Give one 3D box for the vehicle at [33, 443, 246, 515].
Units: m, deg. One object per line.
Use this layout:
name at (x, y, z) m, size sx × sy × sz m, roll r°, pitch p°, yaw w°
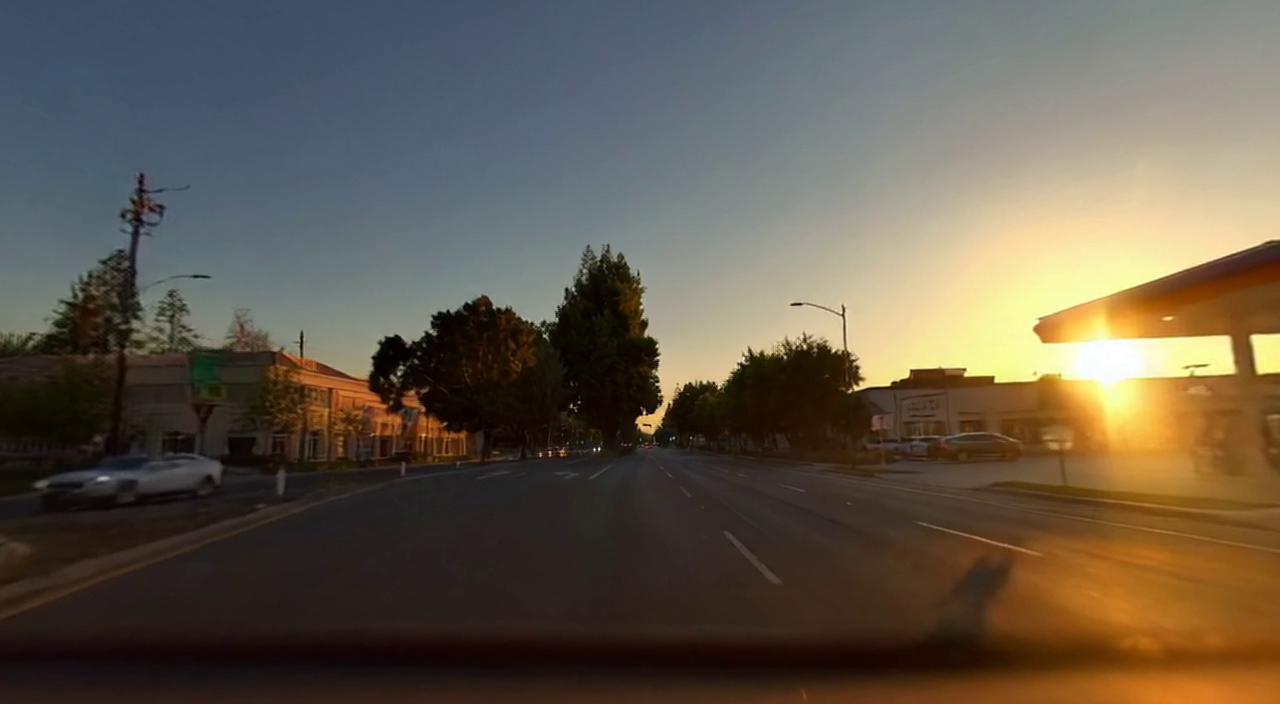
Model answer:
vehicle at (-11.923, 2.995, 15.515) m, size 1.725 × 1.507 × 4.251 m, roll 0°, pitch -8°, yaw 0°
